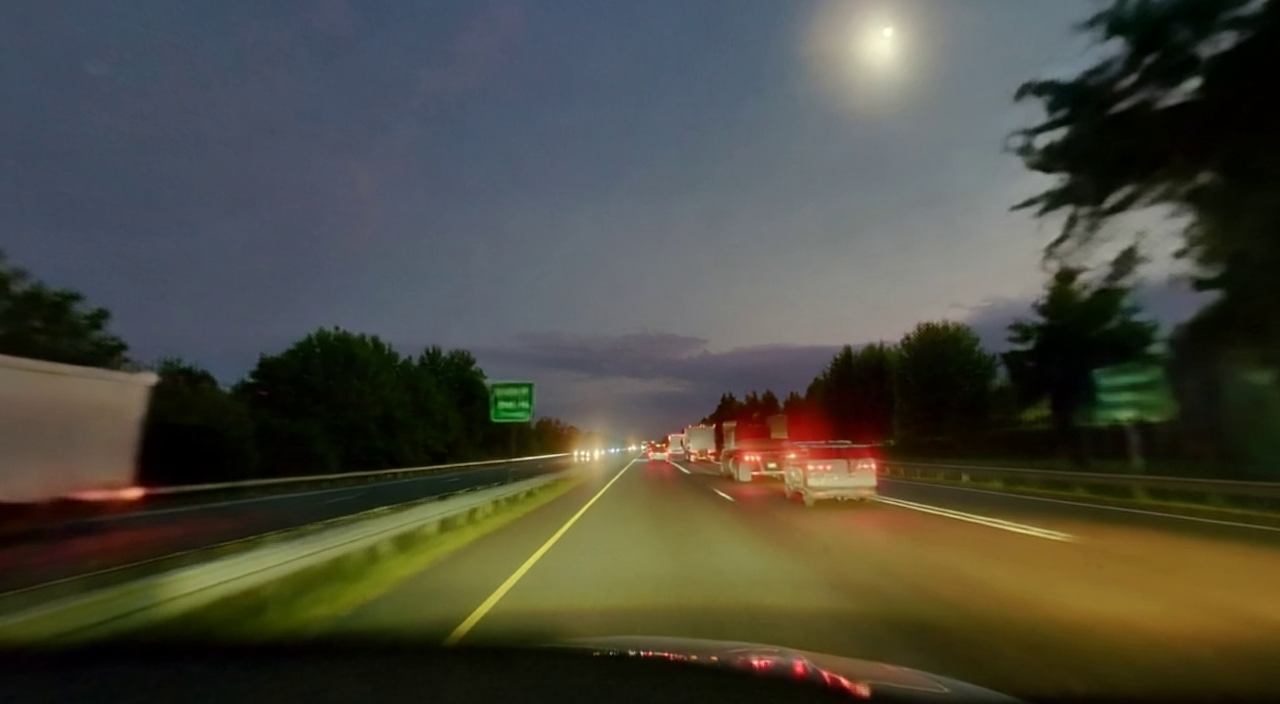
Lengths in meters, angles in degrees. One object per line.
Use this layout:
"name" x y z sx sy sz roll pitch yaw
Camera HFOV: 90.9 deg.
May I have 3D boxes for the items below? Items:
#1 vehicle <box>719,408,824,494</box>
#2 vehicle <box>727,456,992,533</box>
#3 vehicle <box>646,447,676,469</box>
"vehicle" 4.670 3.677 23.682 2.569 2.783 5.984 0 -9 -1
"vehicle" 4.681 3.533 17.426 2.472 1.036 13.239 -2 -9 -1
"vehicle" 1.445 7.502 44.718 2.049 1.500 3.790 0 -9 1
